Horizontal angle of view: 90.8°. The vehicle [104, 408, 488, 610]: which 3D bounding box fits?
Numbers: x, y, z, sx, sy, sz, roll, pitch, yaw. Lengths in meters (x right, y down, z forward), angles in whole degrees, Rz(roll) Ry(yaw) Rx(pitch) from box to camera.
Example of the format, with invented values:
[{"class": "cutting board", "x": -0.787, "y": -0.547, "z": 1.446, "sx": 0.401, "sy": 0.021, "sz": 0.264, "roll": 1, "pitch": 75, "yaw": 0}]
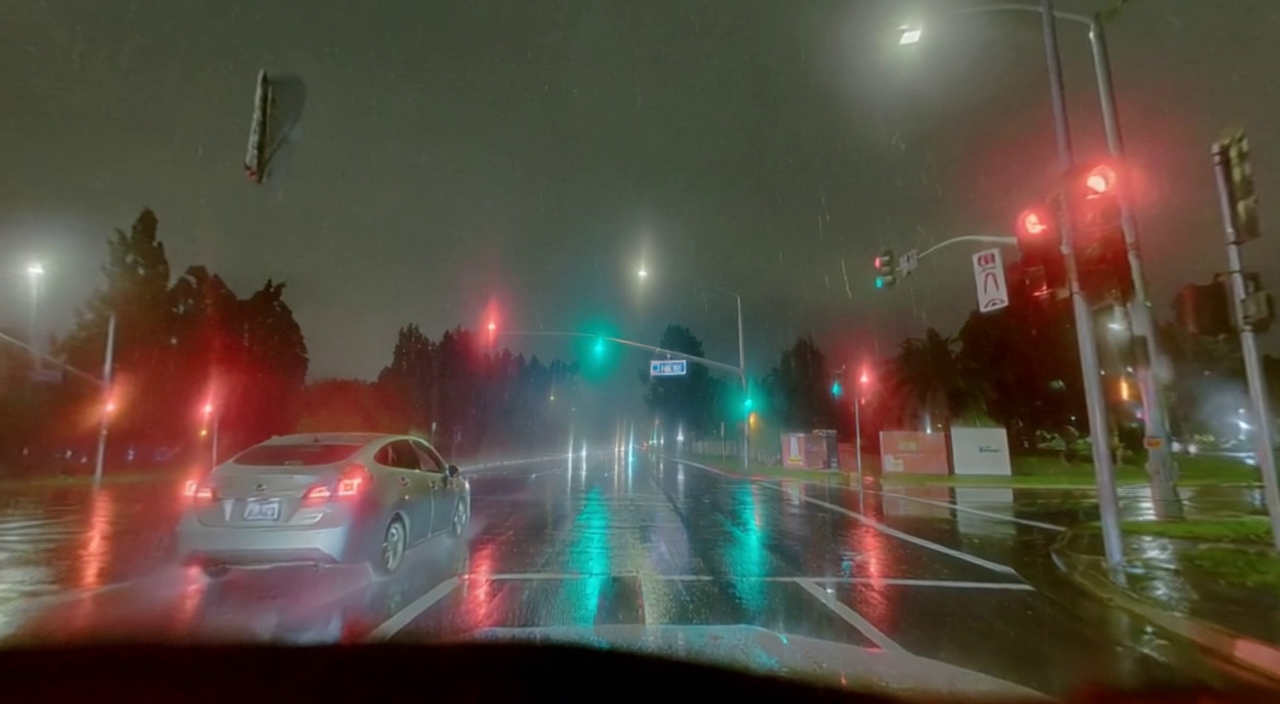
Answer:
[{"class": "vehicle", "x": -3.305, "y": 1.595, "z": 7.389, "sx": 2.076, "sy": 1.599, "sz": 4.483, "roll": 0, "pitch": -9, "yaw": -2}]
